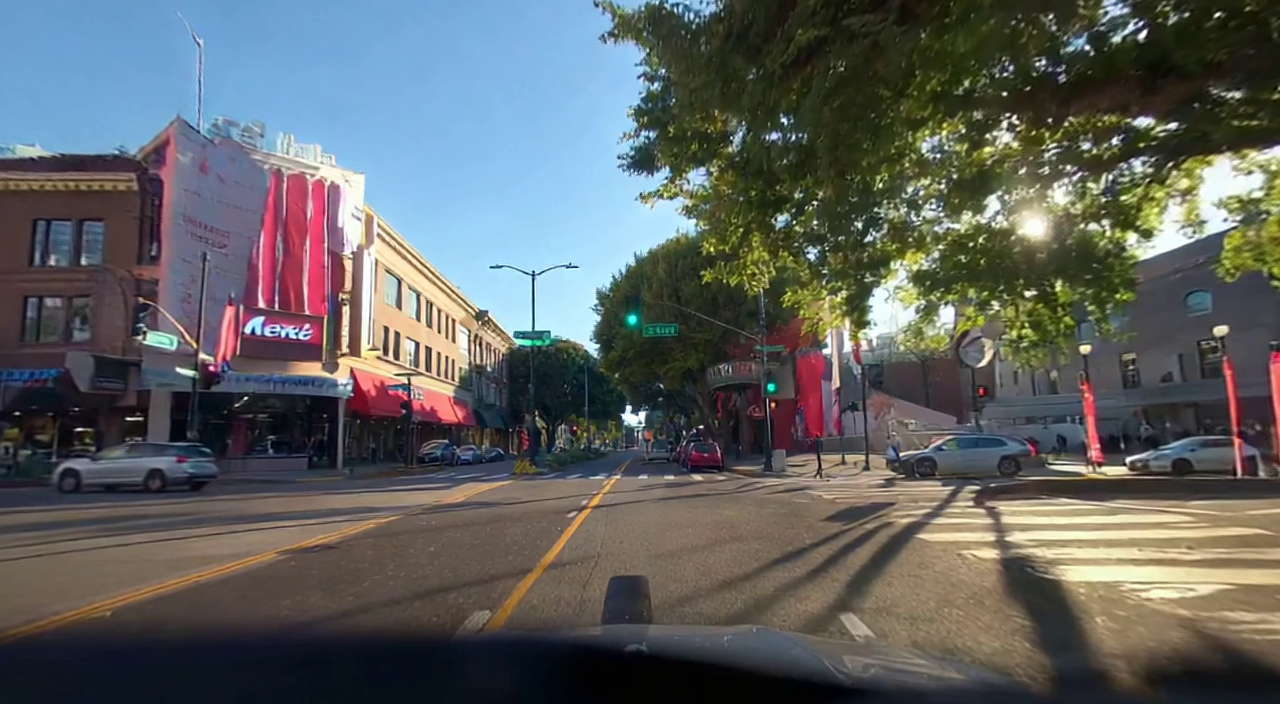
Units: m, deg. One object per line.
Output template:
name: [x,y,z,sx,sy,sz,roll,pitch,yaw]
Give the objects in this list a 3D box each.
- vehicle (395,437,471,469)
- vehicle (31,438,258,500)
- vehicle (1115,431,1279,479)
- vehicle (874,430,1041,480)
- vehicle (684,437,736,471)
vehicle: [-12.458,6.023,37.815,4.447,1.790,2.206,-7,-11,38]
vehicle: [-13.419,3.136,17.372,4.597,1.476,1.980,7,-11,-39]
vehicle: [18.850,3.375,20.711,4.836,1.471,1.991,0,-9,-1]
vehicle: [10.223,3.353,20.581,4.330,1.517,2.045,0,-8,0]
vehicle: [3.444,5.159,32.029,2.120,1.560,4.402,0,-8,0]
